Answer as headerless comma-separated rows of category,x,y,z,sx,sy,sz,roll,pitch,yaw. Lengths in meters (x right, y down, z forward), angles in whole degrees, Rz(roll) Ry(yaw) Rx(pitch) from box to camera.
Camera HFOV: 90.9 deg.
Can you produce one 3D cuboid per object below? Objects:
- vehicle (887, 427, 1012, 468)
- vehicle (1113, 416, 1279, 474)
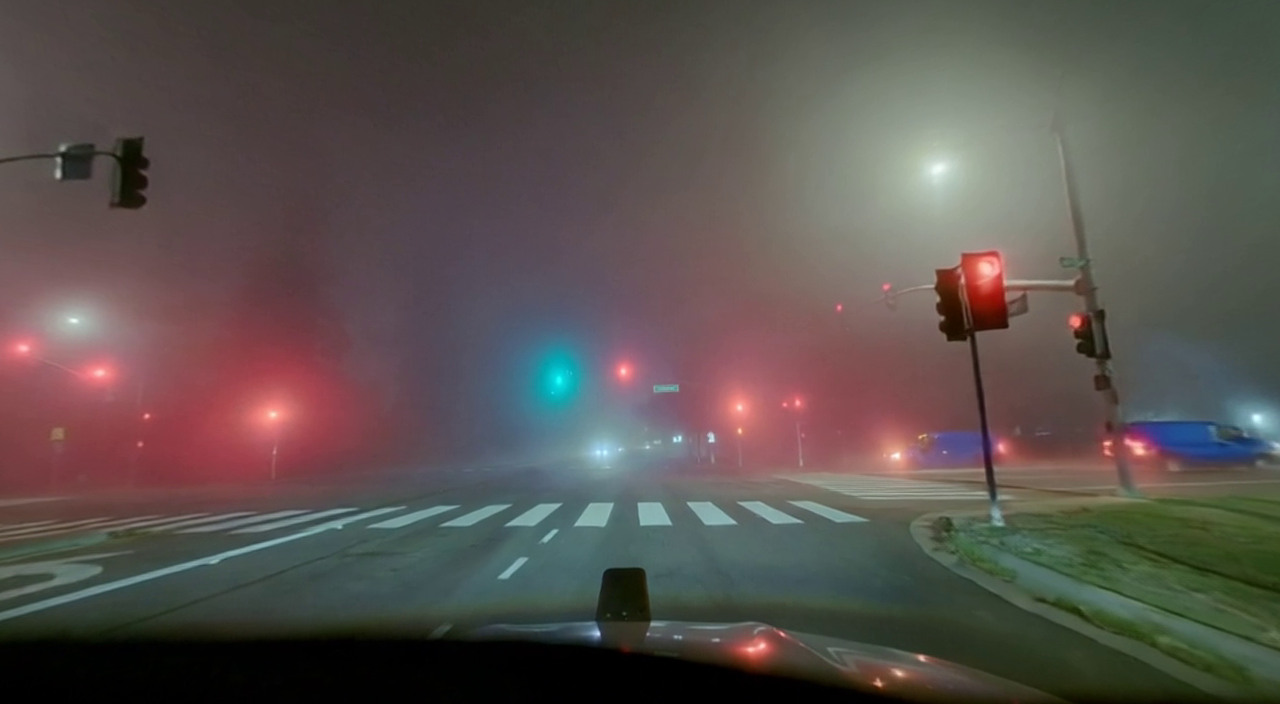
vehicle,14.403,4.464,29.512,4.790,1.798,1.909,0,-9,1
vehicle,20.004,3.331,22.556,4.536,1.965,1.780,-1,-9,3
